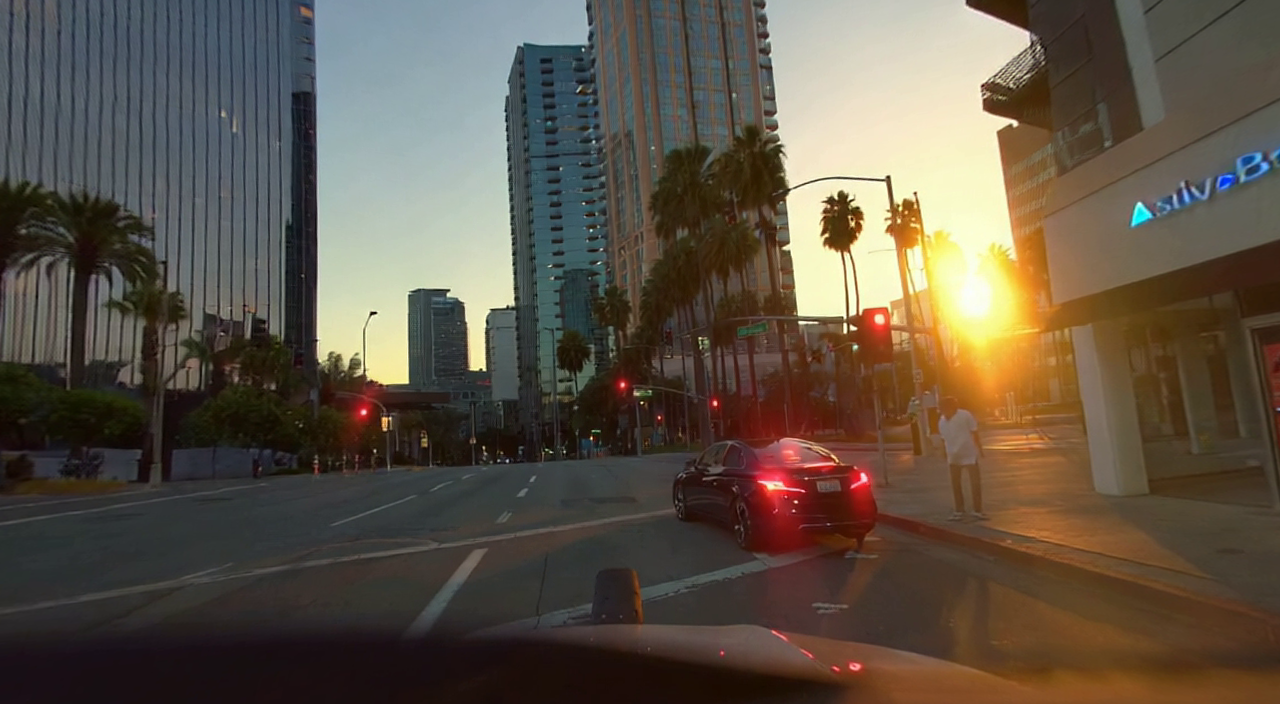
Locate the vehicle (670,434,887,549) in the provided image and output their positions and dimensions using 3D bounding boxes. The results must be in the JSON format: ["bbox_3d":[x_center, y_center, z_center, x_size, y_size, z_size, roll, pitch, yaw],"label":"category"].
[{"bbox_3d":[1.954,2.160,10.654,2.090,1.466,4.676,1,-8,-7],"label":"vehicle"}]
